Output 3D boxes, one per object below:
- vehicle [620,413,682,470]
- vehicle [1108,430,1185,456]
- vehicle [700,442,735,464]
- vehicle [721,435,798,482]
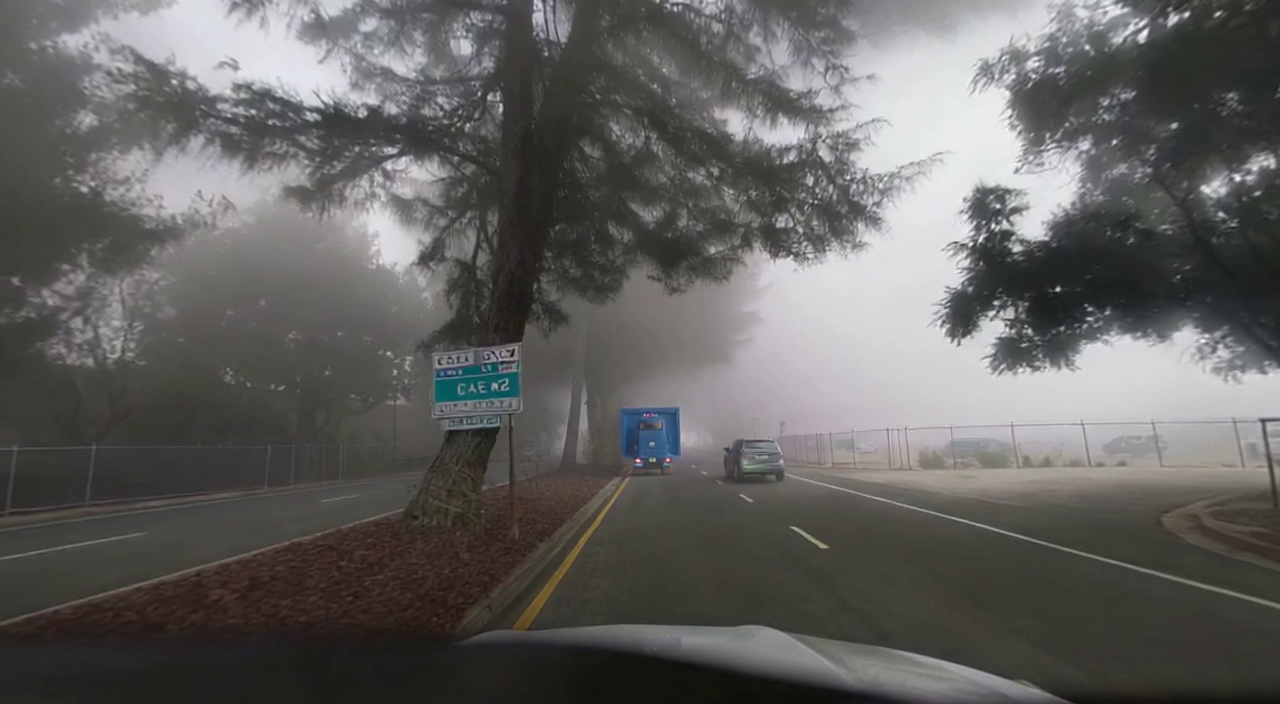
[{"bbox_3d":[0.665,5.208,36.649,3.197,2.963,7.055,0,-9,1],"label":"vehicle"},{"bbox_3d":[37.477,6.798,46.865,2.389,1.806,5.792,-3,-9,18],"label":"vehicle"},{"bbox_3d":[5.530,7.273,45.392,2.018,1.473,4.343,0,-9,1],"label":"vehicle"},{"bbox_3d":[4.592,4.181,24.957,2.151,1.662,4.543,0,-8,0],"label":"vehicle"}]
